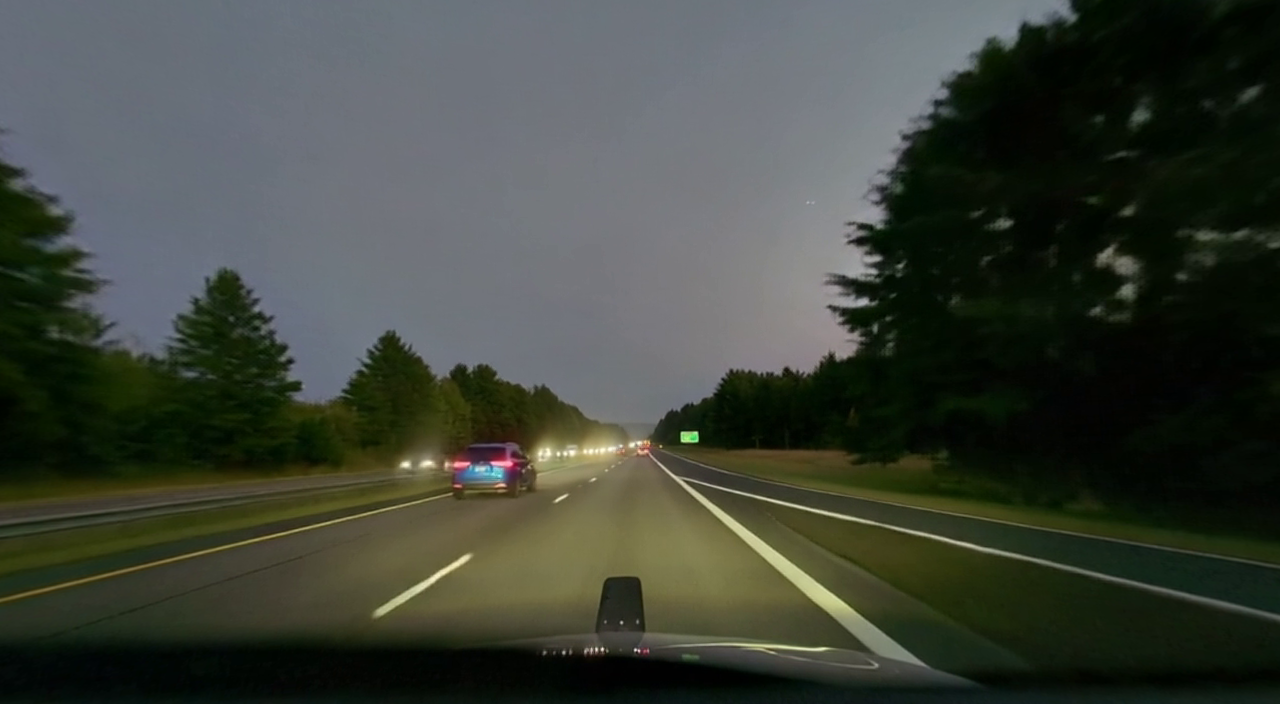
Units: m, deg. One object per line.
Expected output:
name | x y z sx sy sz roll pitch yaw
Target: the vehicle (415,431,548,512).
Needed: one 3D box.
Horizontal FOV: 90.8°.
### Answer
vehicle | -3.728 2.914 15.883 2.110 1.727 4.607 0 -9 0
